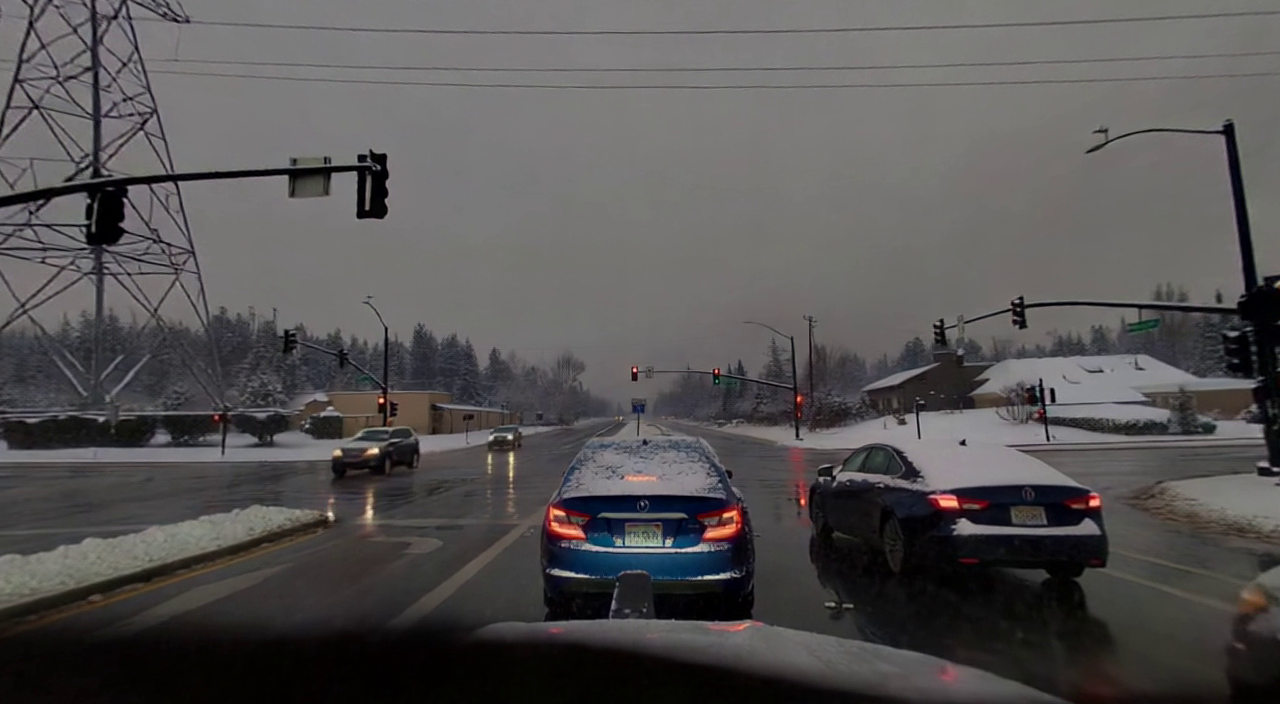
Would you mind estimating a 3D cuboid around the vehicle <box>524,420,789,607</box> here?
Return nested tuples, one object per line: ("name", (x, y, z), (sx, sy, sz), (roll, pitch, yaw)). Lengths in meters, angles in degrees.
("vehicle", (0.118, 1.598, 7.133), (2.117, 1.474, 4.036), (0, -8, 0))

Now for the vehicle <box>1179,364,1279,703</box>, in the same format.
("vehicle", (3.414, 0.590, 0.631), (1.926, 1.614, 4.330), (0, -8, 1))

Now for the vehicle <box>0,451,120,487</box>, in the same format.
("vehicle", (-25.910, 5.117, 27.766), (4.263, 1.464, 1.895), (0, -8, -1))

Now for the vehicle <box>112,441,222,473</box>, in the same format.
("vehicle", (-26.010, 5.771, 34.808), (4.417, 1.637, 1.956), (0, -8, -2))

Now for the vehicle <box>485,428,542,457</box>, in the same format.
("vehicle", (-8.463, 6.123, 42.715), (2.161, 1.818, 5.672), (-1, -8, 6))

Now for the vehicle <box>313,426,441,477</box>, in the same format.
("vehicle", (-9.887, 3.826, 24.368), (2.269, 1.716, 5.700), (-1, -8, 3))

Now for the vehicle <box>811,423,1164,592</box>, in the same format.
("vehicle", (3.659, 1.685, 7.726), (1.835, 1.473, 4.190), (0, -8, -2))
